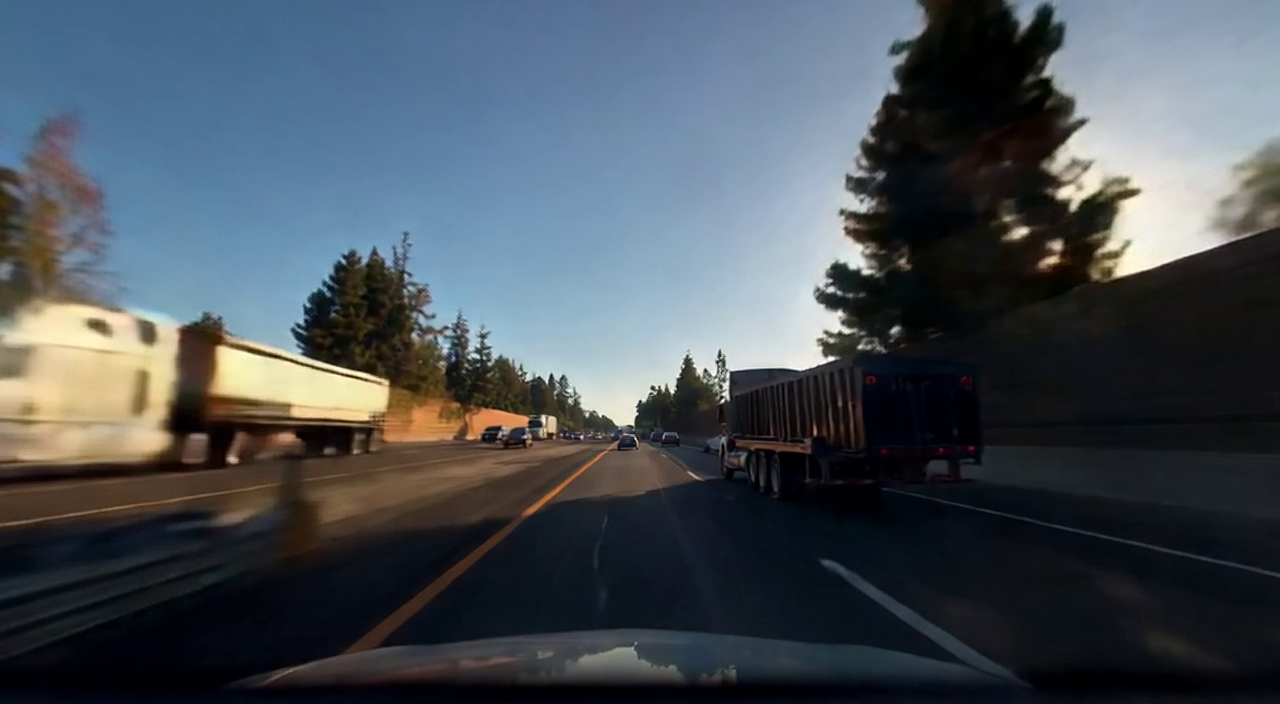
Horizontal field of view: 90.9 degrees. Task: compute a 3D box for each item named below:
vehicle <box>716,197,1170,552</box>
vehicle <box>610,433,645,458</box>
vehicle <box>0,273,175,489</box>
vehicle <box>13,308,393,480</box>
[{"bbox_3d":[4.209,1.091,14.060,2.953,4.045,13.843,0,-8,-1],"label":"vehicle"},{"bbox_3d":[-0.799,5.878,39.955,2.119,1.480,4.000,0,-8,-1],"label":"vehicle"},{"bbox_3d":[-12.935,0.707,13.601,3.405,4.213,2.708,0,-8,-1],"label":"vehicle"},{"bbox_3d":[-13.069,1.909,22.029,3.380,4.082,14.183,0,-8,-1],"label":"vehicle"}]
